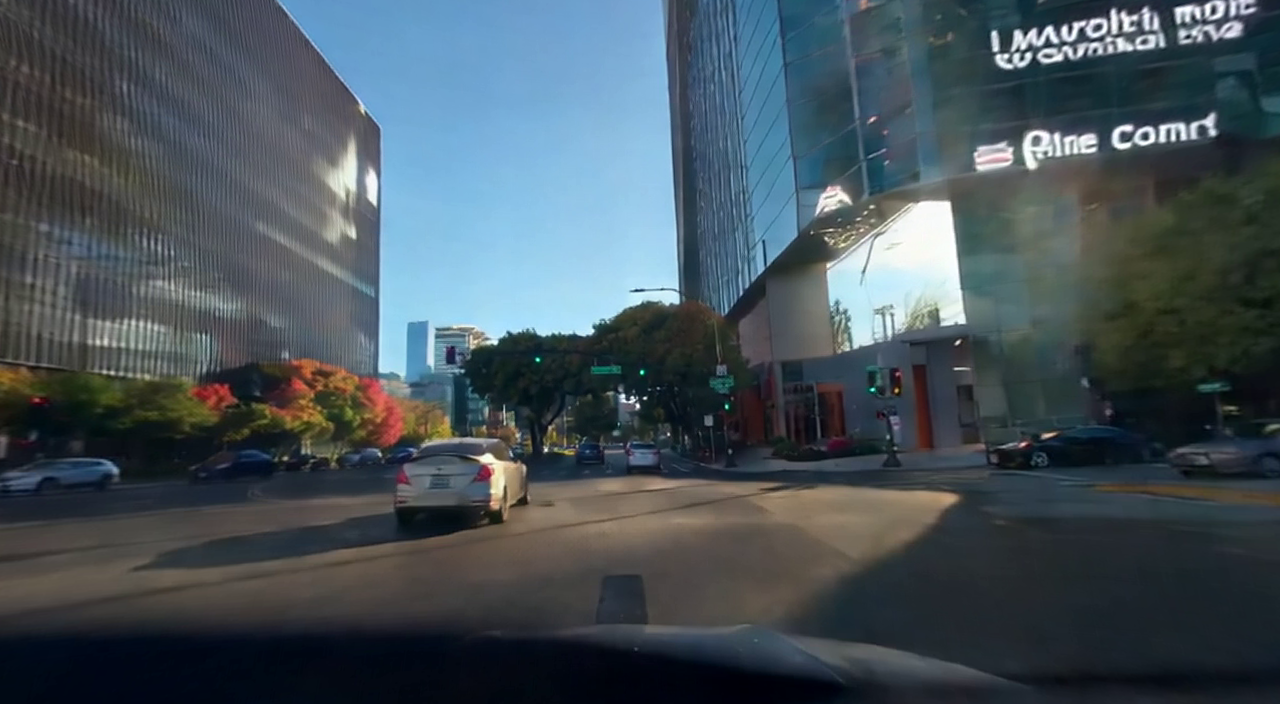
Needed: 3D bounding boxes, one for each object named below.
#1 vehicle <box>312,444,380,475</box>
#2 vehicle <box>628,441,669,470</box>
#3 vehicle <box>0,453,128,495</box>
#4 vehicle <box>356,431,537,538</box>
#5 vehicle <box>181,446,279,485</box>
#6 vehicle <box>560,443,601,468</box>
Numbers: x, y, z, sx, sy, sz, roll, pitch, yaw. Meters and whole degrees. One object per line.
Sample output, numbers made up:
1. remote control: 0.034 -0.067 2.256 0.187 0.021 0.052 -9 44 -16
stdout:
1. vehicle: -17.253 6.294 37.319 1.926 1.711 4.516 0 -8 -1
2. vehicle: 0.430 5.701 35.100 2.102 1.482 4.125 0 -8 0
3. vehicle: -26.741 5.611 29.416 1.902 1.670 4.607 0 -8 -1
4. vehicle: -3.137 2.206 11.160 1.983 1.545 3.773 0 -8 0
5. vehicle: -20.205 5.562 31.370 1.931 1.722 4.419 0 -8 -1
6. vehicle: -3.562 6.307 38.764 2.088 1.430 4.482 0 -8 0
